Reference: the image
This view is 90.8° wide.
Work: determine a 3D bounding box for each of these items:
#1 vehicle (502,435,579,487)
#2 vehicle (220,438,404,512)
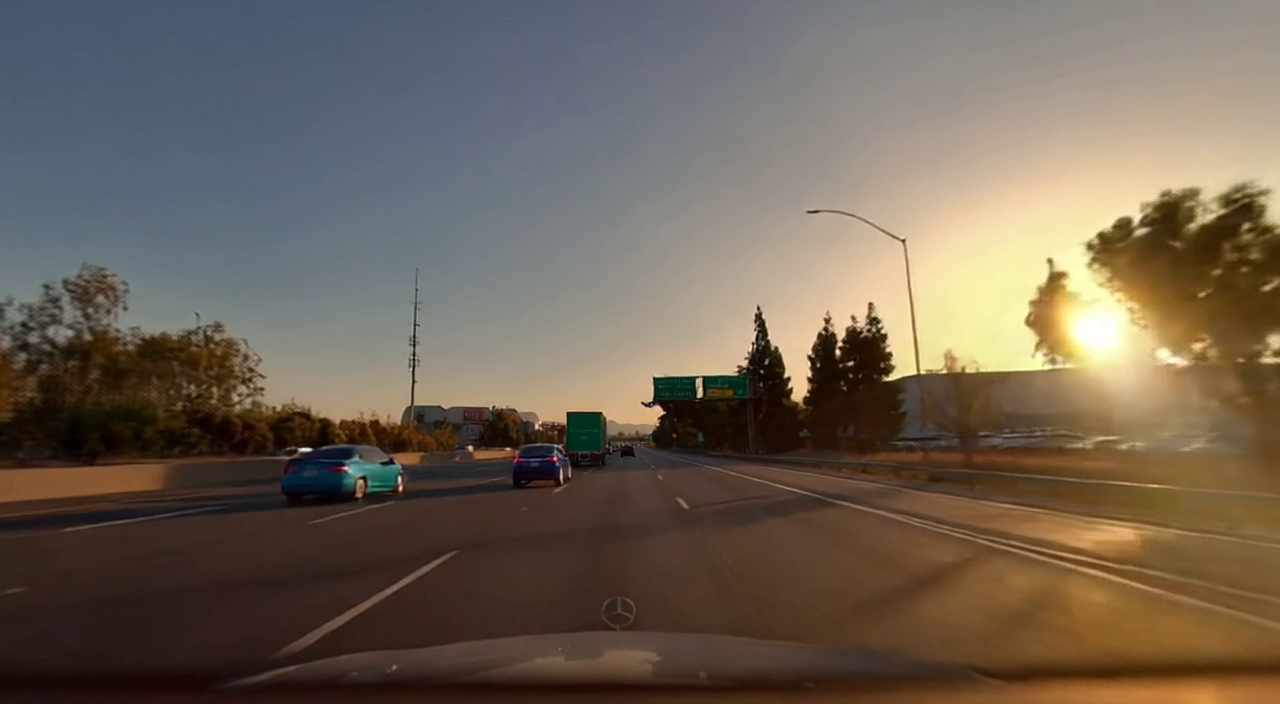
[{"bbox_3d":[-3.406,3.844,22.517,2.033,1.669,4.112,0,-9,1],"label":"vehicle"},{"bbox_3d":[-7.584,2.865,15.240,2.026,1.477,4.467,0,-9,0],"label":"vehicle"}]
